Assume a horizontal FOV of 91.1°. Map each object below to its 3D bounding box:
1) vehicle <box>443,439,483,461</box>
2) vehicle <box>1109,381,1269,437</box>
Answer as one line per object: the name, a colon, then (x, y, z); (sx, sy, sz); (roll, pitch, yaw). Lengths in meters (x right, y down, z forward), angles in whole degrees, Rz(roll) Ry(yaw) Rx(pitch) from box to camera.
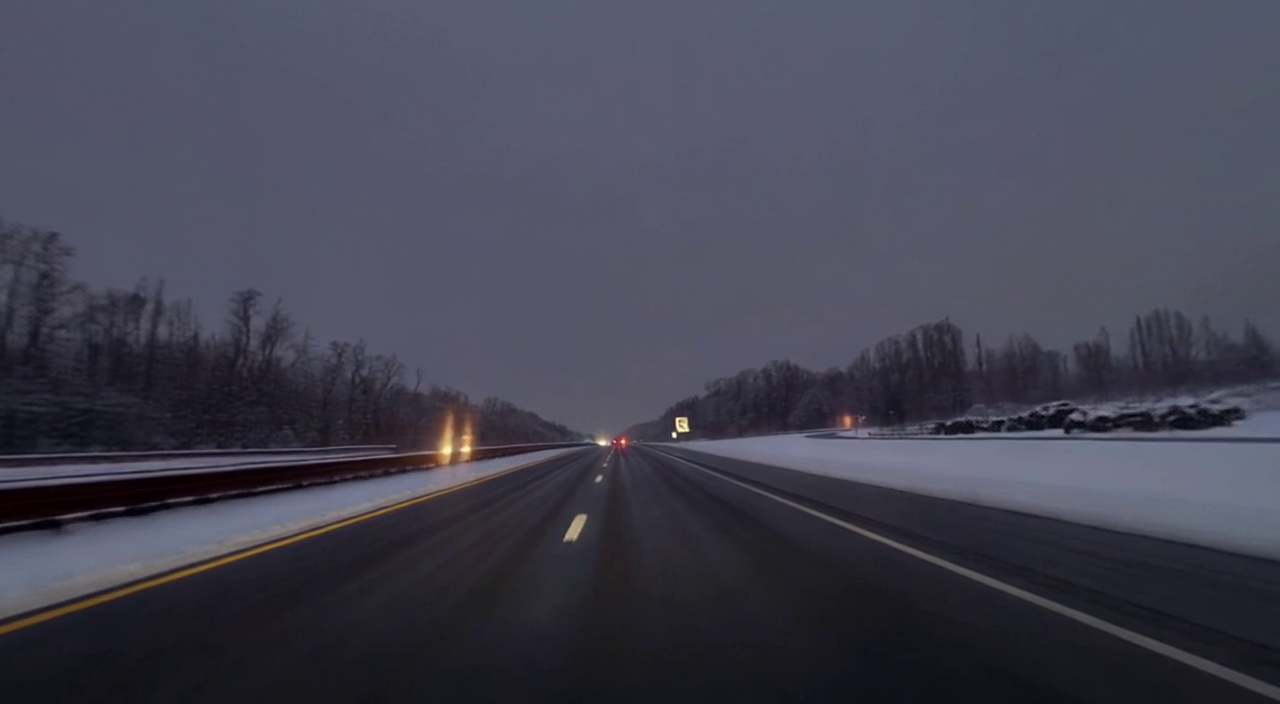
vehicle: (-12.881, 7.110, 45.976); (1.865, 1.508, 3.921); (0, -8, 0)
vehicle: (42.783, 4.780, 49.852); (2.777, 3.872, 11.870); (-1, -8, 5)
